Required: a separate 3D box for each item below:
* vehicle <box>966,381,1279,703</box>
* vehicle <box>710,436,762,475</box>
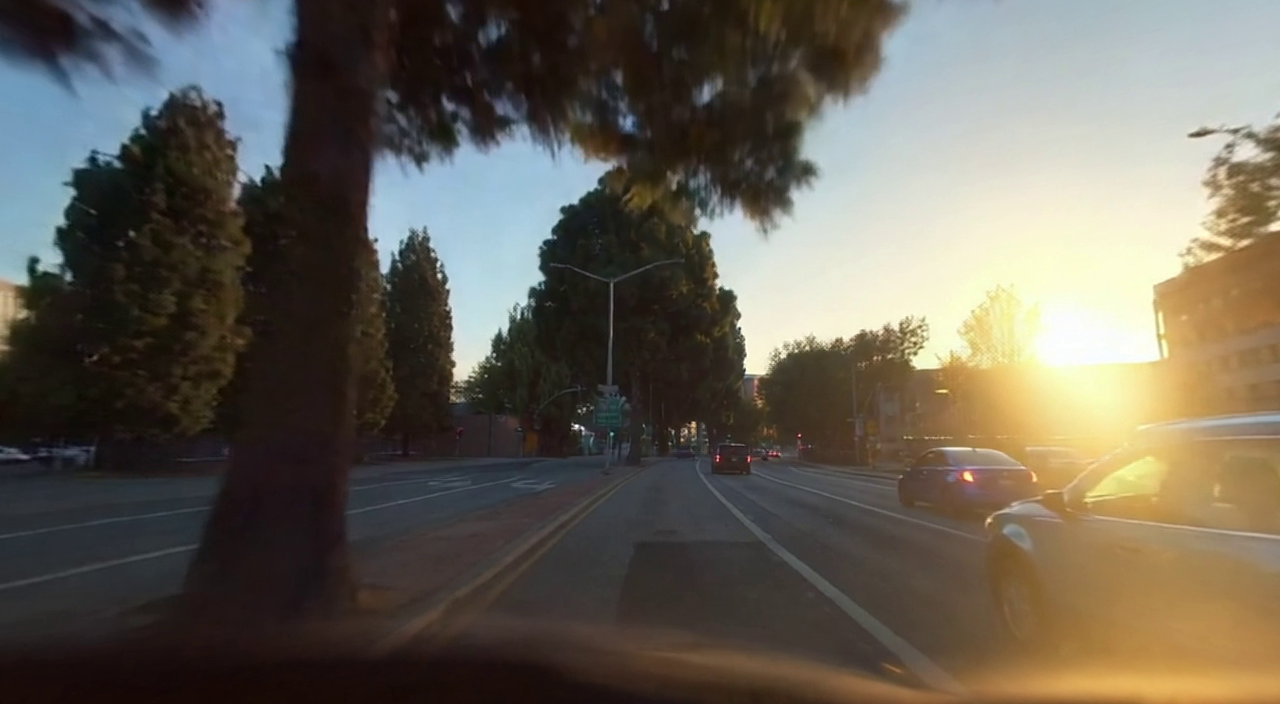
[{"bbox_3d":[3.513,0.998,2.903,1.901,1.634,3.952,0,-8,0],"label":"vehicle"},{"bbox_3d":[4.835,5.275,32.347,2.154,1.844,4.634,0,-8,3],"label":"vehicle"}]
